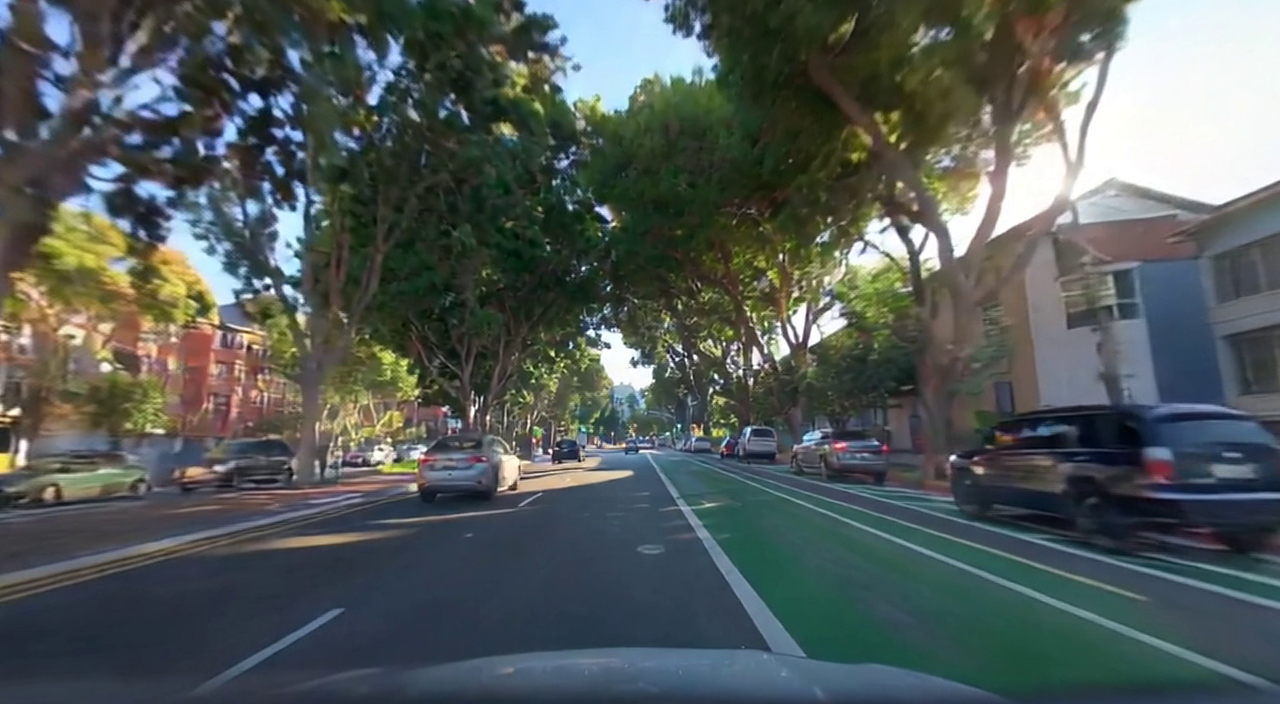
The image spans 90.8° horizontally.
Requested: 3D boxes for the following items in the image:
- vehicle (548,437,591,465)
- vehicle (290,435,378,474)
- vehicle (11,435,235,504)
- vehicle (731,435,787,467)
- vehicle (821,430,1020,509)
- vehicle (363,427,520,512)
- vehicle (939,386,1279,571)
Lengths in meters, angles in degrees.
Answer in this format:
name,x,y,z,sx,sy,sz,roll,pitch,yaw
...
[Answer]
name,x,y,z,sx,sy,sz,roll,pitch,yaw
vehicle,-3.968,5.677,36.439,1.934,1.522,4.287,0,-8,1
vehicle,-15.481,5.170,32.266,2.056,1.817,4.771,0,-8,1
vehicle,-12.638,2.861,15.945,1.808,1.479,4.499,0,-8,0
vehicle,6.021,5.077,32.594,1.886,1.530,4.636,0,-8,-1
vehicle,5.980,2.560,14.369,2.156,1.454,5.044,0,-8,-1
vehicle,-4.032,2.455,13.753,1.995,1.524,4.438,0,-8,0
vehicle,6.116,1.562,8.507,1.945,1.829,4.305,0,-8,-1
